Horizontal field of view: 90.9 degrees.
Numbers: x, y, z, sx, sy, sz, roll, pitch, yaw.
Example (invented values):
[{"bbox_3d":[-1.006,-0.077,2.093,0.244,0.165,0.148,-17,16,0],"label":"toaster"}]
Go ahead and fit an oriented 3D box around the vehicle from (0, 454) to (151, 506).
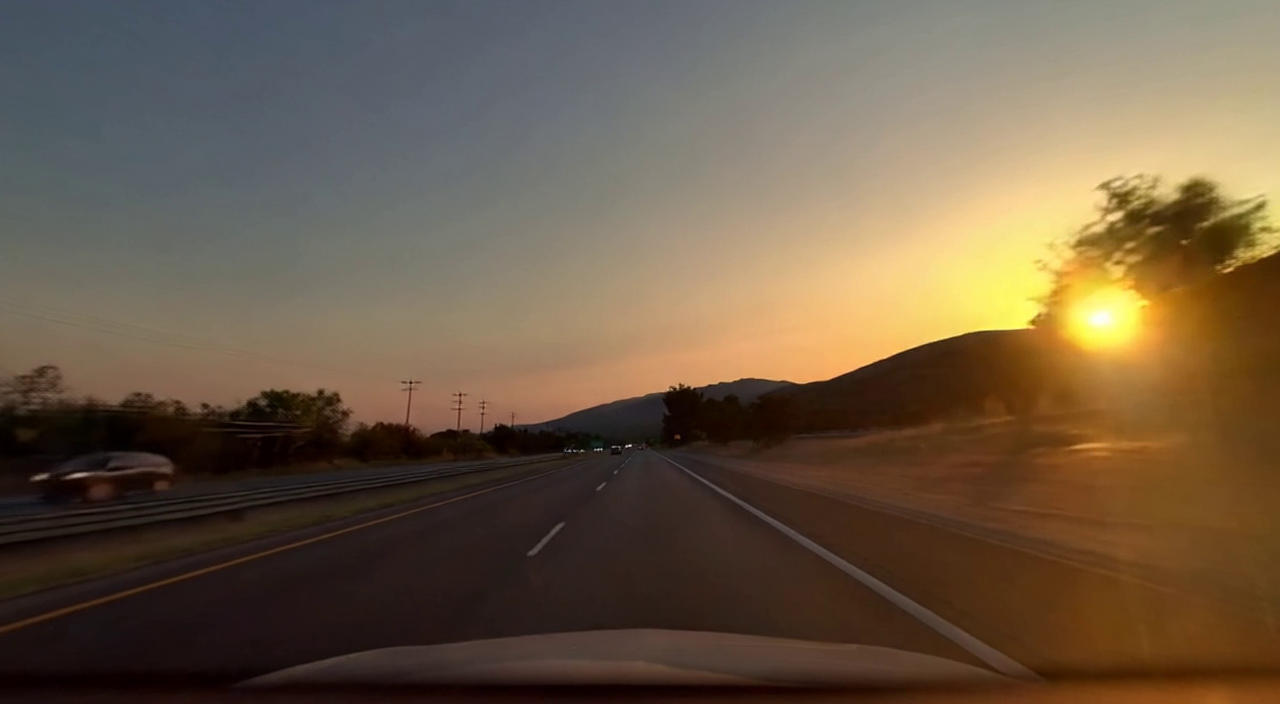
[{"bbox_3d":[-19.140,4.189,21.085,1.878,1.448,4.573,0,-9,1],"label":"vehicle"}]
